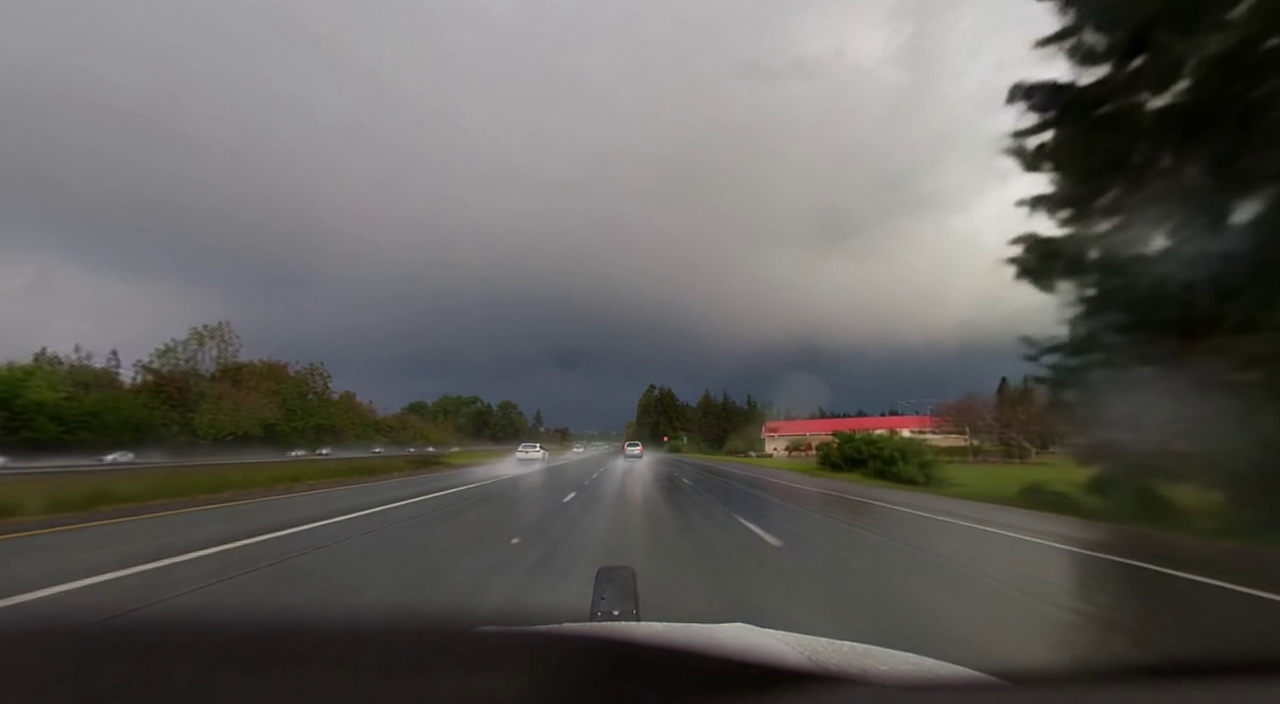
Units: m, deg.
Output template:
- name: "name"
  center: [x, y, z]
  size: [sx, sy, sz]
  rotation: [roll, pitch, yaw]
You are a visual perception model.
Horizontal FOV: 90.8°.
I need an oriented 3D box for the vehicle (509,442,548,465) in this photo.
- name: "vehicle"
  center: [-7.922, 7.237, 45.106]
  size: [1.991, 1.572, 4.314]
  rotation: [0, -9, 0]
